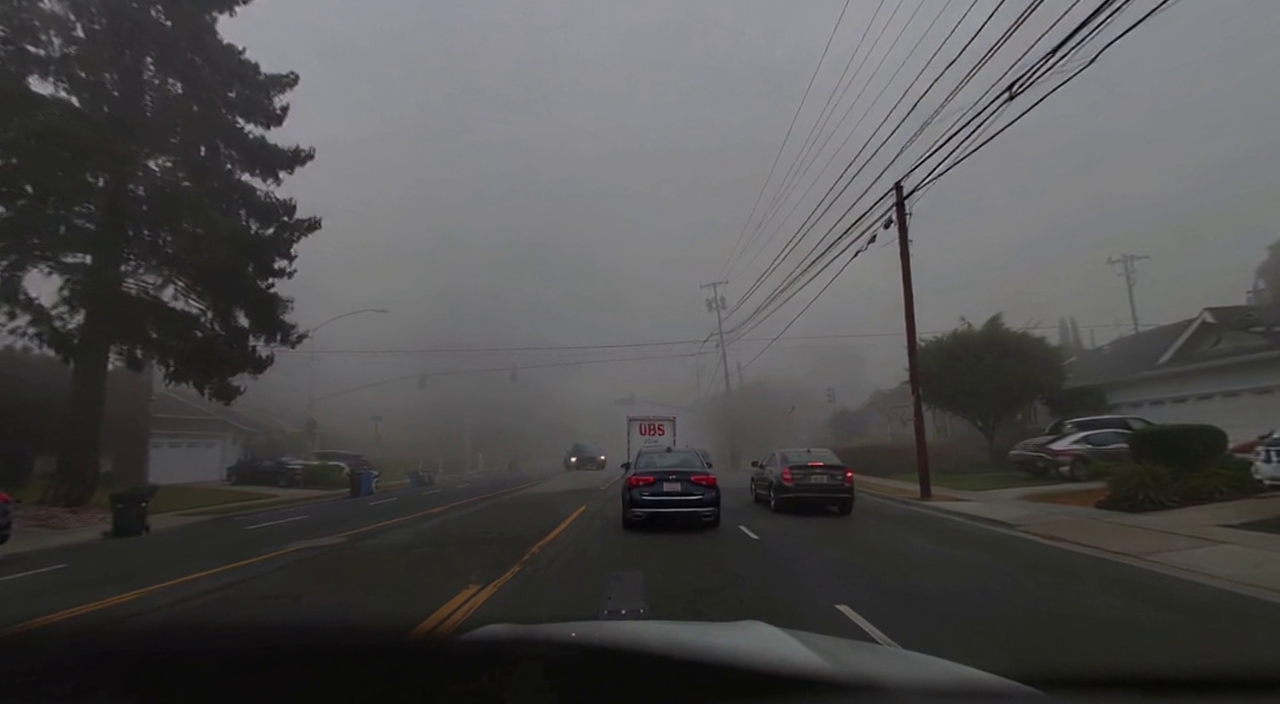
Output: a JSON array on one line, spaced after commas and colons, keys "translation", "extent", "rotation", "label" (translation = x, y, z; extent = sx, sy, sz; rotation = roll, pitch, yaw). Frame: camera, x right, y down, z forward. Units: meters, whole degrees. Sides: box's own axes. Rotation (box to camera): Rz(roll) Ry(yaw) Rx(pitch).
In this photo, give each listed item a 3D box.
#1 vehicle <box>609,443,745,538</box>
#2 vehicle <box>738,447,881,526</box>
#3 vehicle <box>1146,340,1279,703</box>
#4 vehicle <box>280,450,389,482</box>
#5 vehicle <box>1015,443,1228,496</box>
[{"translation": [0.583, 2.537, 12.248], "extent": [2.158, 1.499, 4.377], "rotation": [0, -8, 0], "label": "vehicle"}, {"translation": [3.596, 2.903, 14.266], "extent": [1.993, 1.479, 4.487], "rotation": [0, -8, 0], "label": "vehicle"}, {"translation": [3.321, 0.537, 0.359], "extent": [2.069, 1.722, 4.888], "rotation": [0, -9, 2], "label": "vehicle"}, {"translation": [-17.570, 6.557, 36.302], "extent": [5.274, 1.793, 1.921], "rotation": [0, -9, 2], "label": "vehicle"}, {"translation": [14.296, 3.493, 18.871], "extent": [4.738, 1.498, 1.875], "rotation": [0, -8, 2], "label": "vehicle"}]
